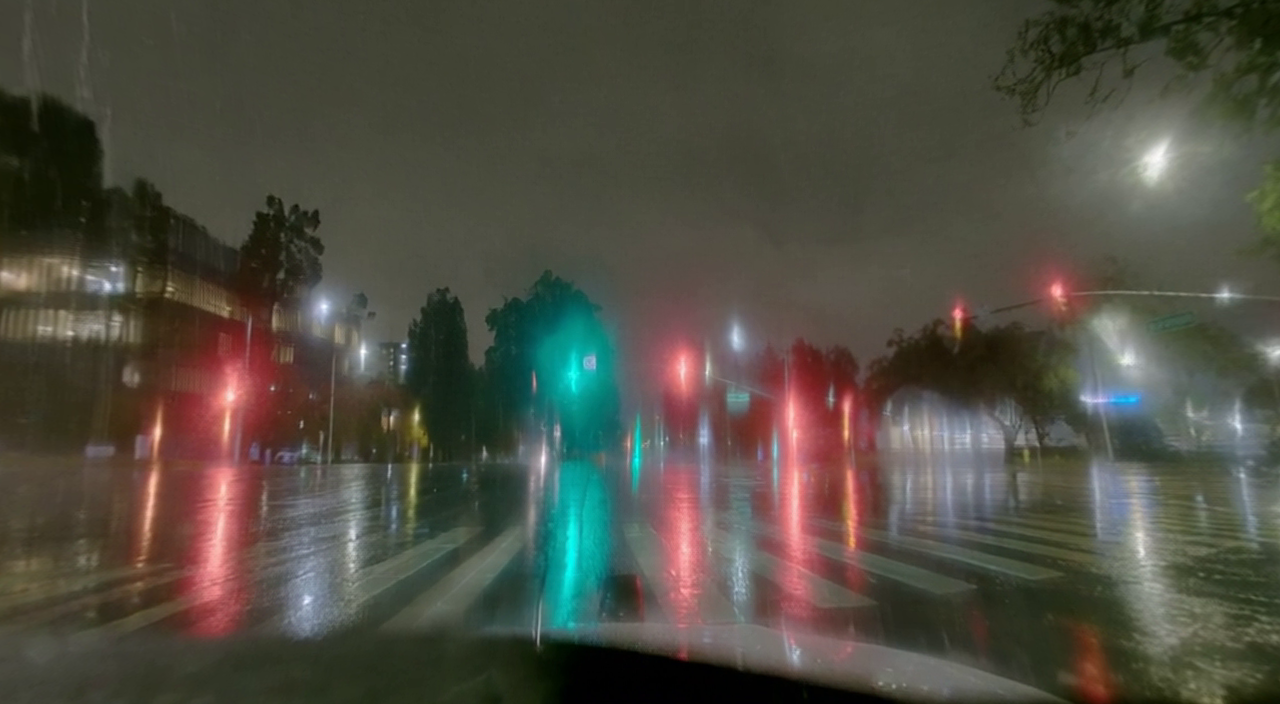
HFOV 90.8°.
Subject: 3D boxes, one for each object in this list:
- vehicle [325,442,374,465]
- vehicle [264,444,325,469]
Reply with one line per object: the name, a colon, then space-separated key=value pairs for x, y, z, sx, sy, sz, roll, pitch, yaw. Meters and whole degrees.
vehicle: x=-22.441 y=7.856 z=49.007 sx=2.023 sy=1.706 sz=4.756 roll=1 pitch=-9 yaw=-6
vehicle: x=-21.860 y=6.595 z=40.151 sx=2.005 sy=1.496 sz=4.020 roll=1 pitch=-9 yaw=-6
